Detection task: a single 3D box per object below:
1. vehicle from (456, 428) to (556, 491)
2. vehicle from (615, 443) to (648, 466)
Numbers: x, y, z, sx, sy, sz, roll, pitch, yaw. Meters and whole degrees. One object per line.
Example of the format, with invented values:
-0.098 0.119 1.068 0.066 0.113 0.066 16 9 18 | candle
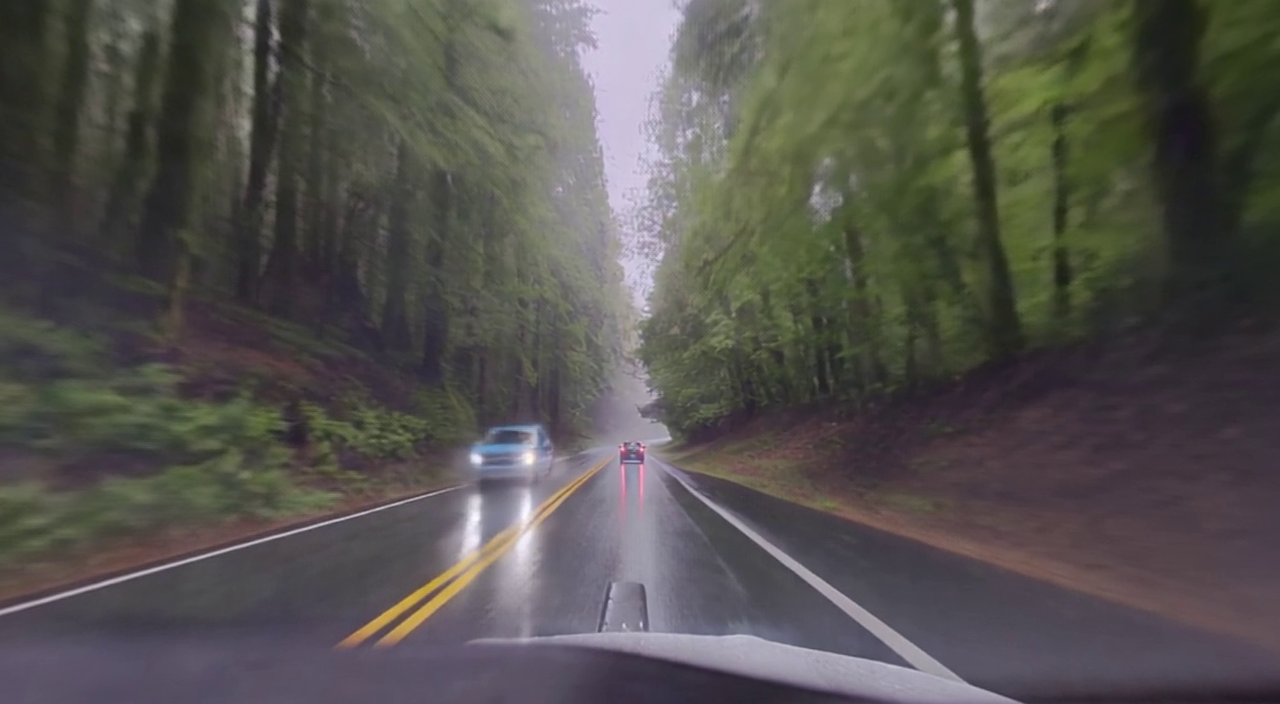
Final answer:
-4.364 3.614 21.571 2.223 1.836 5.392 -1 -9 0 | vehicle
-0.593 7.001 43.308 2.120 1.491 4.349 0 -9 -1 | vehicle
